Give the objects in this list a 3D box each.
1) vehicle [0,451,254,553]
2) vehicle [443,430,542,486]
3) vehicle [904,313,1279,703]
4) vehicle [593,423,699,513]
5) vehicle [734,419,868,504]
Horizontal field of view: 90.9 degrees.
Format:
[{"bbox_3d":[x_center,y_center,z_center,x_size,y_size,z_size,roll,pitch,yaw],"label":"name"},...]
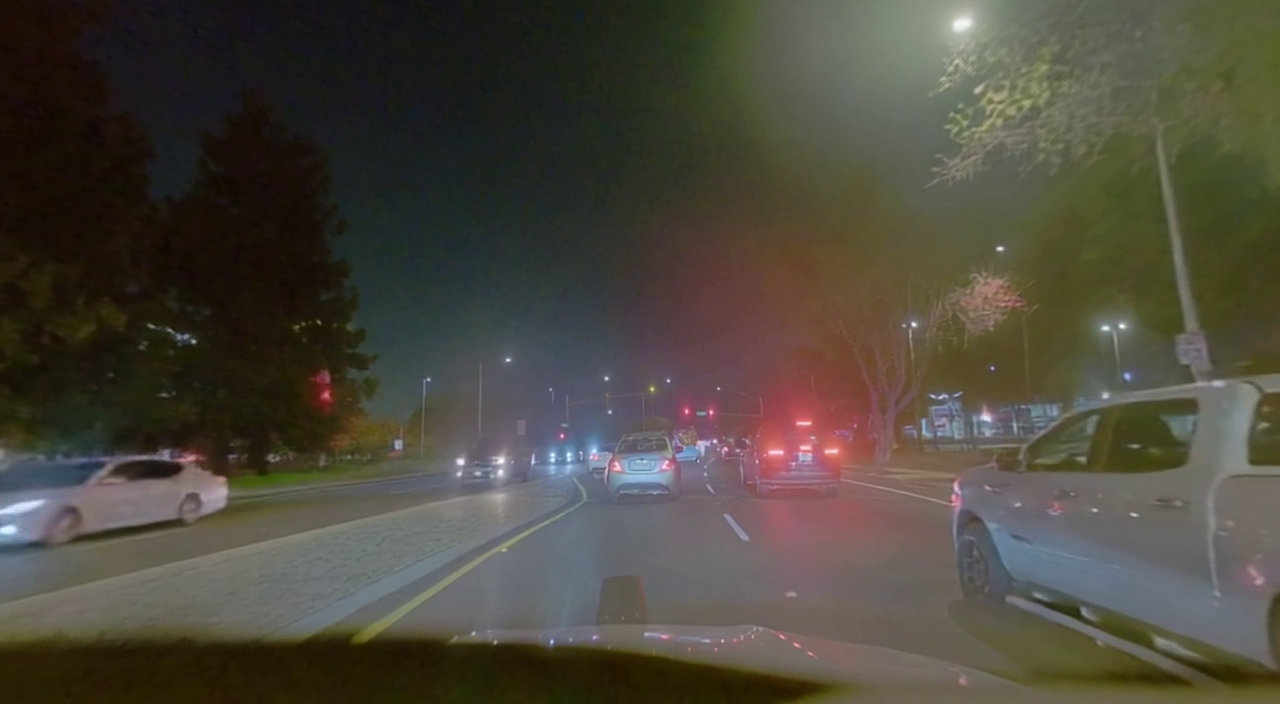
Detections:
[{"bbox_3d":[-9.840,2.628,11.868,1.953,1.476,4.747,0,-9,3],"label":"vehicle"},{"bbox_3d":[-5.900,4.351,26.145,2.355,2.005,5.673,-1,-9,4],"label":"vehicle"},{"bbox_3d":[3.470,0.926,3.469,2.114,1.765,4.647,0,-9,2],"label":"vehicle"},{"bbox_3d":[0.242,2.620,14.614,2.113,1.768,3.901,0,-9,4],"label":"vehicle"},{"bbox_3d":[4.013,2.892,17.024,2.317,1.857,5.940,0,-9,3],"label":"vehicle"}]
